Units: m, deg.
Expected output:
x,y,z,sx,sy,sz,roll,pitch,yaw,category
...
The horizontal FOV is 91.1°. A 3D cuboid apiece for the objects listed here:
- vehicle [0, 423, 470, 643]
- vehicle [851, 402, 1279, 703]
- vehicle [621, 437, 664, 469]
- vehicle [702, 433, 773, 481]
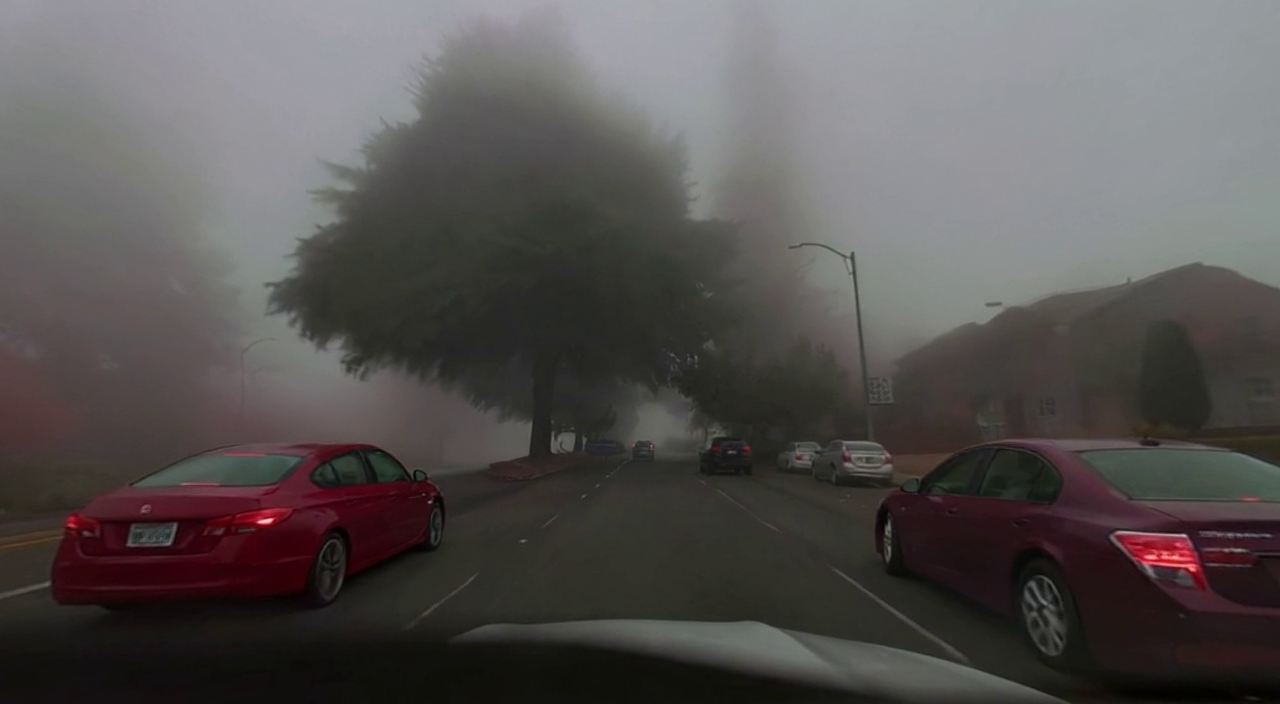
x,y,z,sx,sy,sz,roll,pitch,yaw,category
-3.486,1.577,6.634,1.997,1.479,4.547,0,-8,1,vehicle
3.346,1.260,4.620,2.060,1.474,4.475,0,-8,0,vehicle
0.135,5.654,35.366,2.293,1.662,4.262,0,-8,0,vehicle
3.638,4.031,24.296,2.019,1.675,4.488,0,-8,0,vehicle
